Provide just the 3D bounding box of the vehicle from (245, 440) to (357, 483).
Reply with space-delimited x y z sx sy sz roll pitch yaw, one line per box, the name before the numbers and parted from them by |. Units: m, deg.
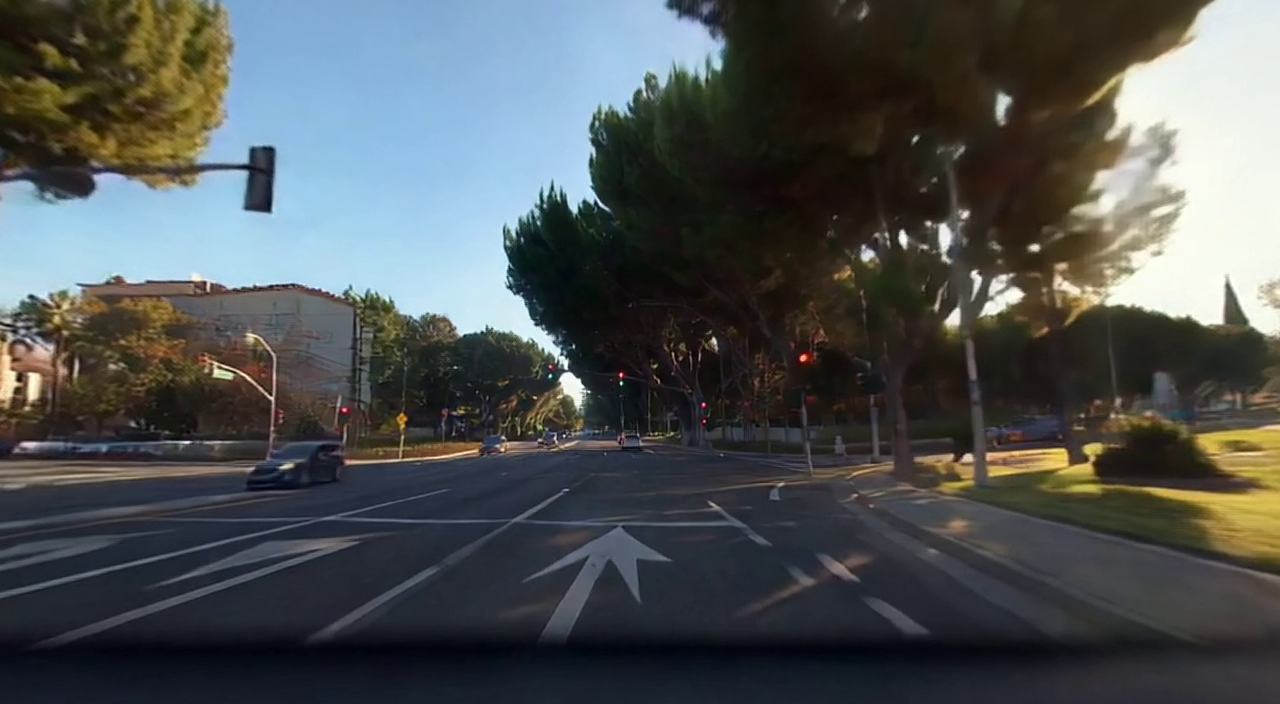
vehicle | -13.105 4.232 24.724 1.969 1.500 4.417 0 -8 -1
